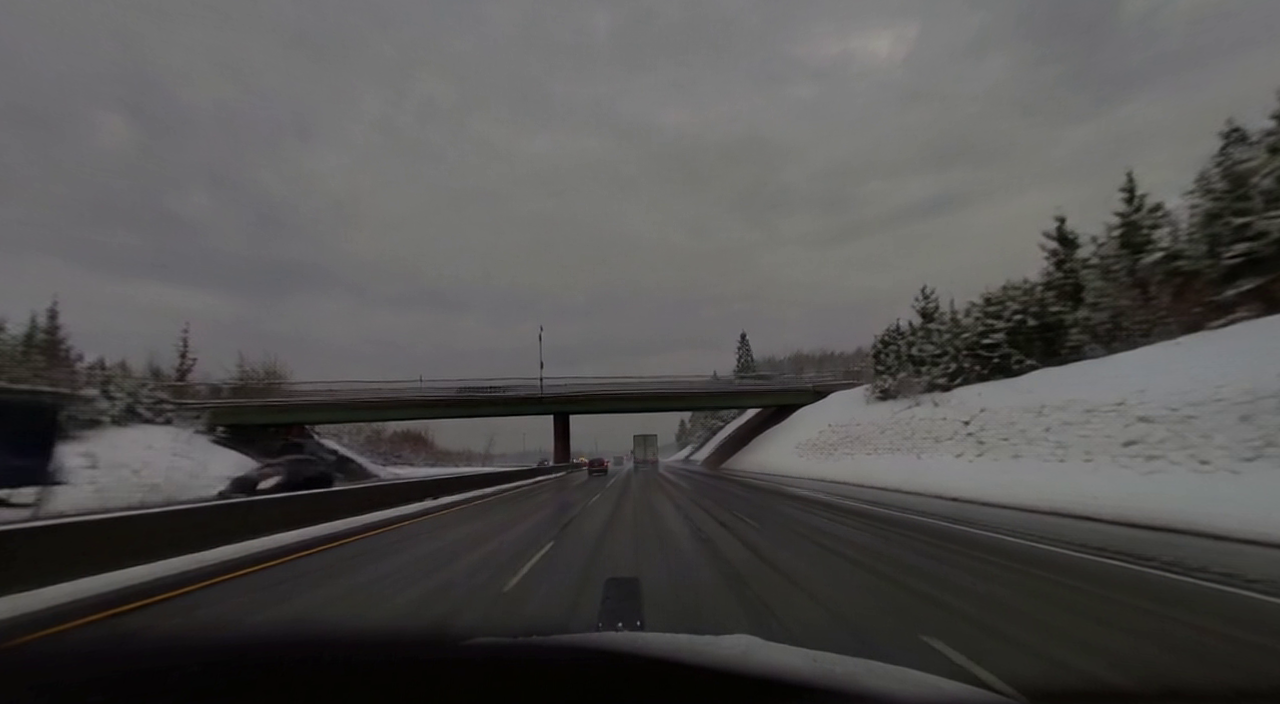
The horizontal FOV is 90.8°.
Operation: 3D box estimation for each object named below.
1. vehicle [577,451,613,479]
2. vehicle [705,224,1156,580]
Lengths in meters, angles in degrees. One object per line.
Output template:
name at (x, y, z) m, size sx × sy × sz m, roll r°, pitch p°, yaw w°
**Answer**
vehicle at (-2.873, 7.270, 40.808) m, size 2.007 × 1.647 × 3.854 m, roll 0°, pitch -9°, yaw 0°
vehicle at (4.051, 1.761, 15.449) m, size 3.131 × 4.037 × 16.729 m, roll 0°, pitch -9°, yaw 0°
